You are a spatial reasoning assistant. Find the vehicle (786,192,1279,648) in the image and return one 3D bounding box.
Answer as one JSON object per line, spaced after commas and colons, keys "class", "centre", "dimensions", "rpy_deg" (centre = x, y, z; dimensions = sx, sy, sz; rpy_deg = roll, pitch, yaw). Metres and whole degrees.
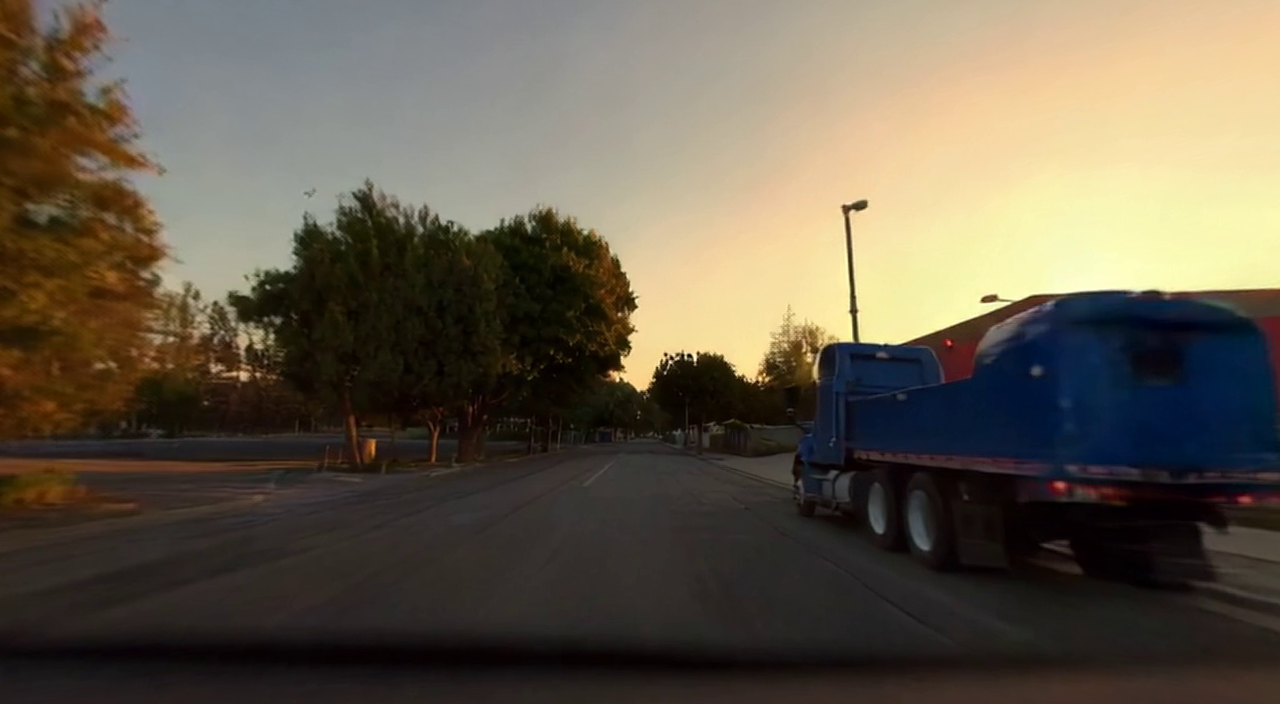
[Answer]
{"class": "vehicle", "centre": [4.099, 0.856, 7.718], "dimensions": [3.019, 3.303, 6.252], "rpy_deg": [0, -8, -1]}
